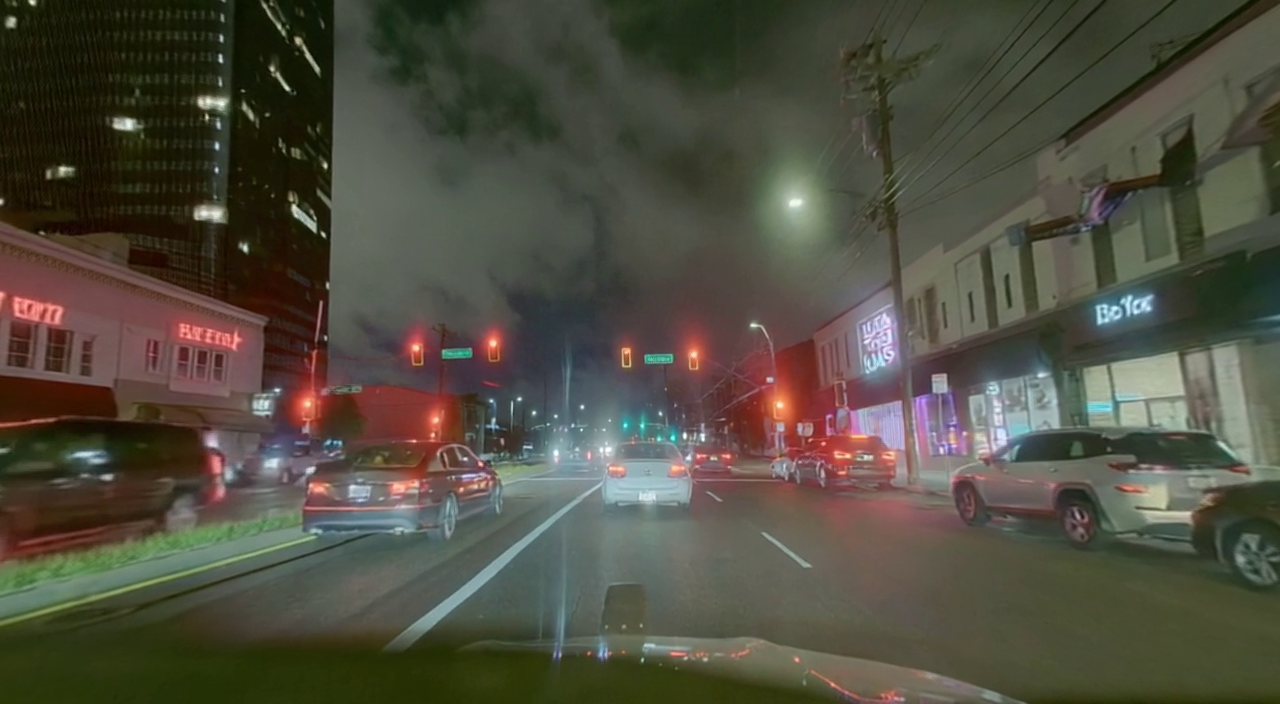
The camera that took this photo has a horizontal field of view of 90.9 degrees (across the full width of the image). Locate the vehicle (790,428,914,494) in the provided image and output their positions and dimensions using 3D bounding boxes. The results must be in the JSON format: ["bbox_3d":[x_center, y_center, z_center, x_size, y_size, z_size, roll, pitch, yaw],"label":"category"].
[{"bbox_3d":[6.639,3.489,20.538,2.289,1.867,5.322,0,-9,1],"label":"vehicle"}]

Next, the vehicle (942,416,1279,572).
[{"bbox_3d":[6.647,1.921,9.347,1.986,1.722,4.516,0,-9,-2],"label":"vehicle"}]

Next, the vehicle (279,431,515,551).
[{"bbox_3d":[-3.425,2.039,9.949,1.950,1.450,4.257,0,-9,1],"label":"vehicle"}]

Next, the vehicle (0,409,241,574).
[{"bbox_3d":[-7.686,1.691,8.108,2.029,1.700,4.602,0,-9,1],"label":"vehicle"}]

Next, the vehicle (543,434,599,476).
[{"bbox_3d":[-3.083,4.717,29.042,2.007,1.736,4.185,0,-9,1],"label":"vehicle"}]

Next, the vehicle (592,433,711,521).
[{"bbox_3d":[0.171,2.456,12.935,2.037,1.484,4.073,0,-9,-1],"label":"vehicle"}]
